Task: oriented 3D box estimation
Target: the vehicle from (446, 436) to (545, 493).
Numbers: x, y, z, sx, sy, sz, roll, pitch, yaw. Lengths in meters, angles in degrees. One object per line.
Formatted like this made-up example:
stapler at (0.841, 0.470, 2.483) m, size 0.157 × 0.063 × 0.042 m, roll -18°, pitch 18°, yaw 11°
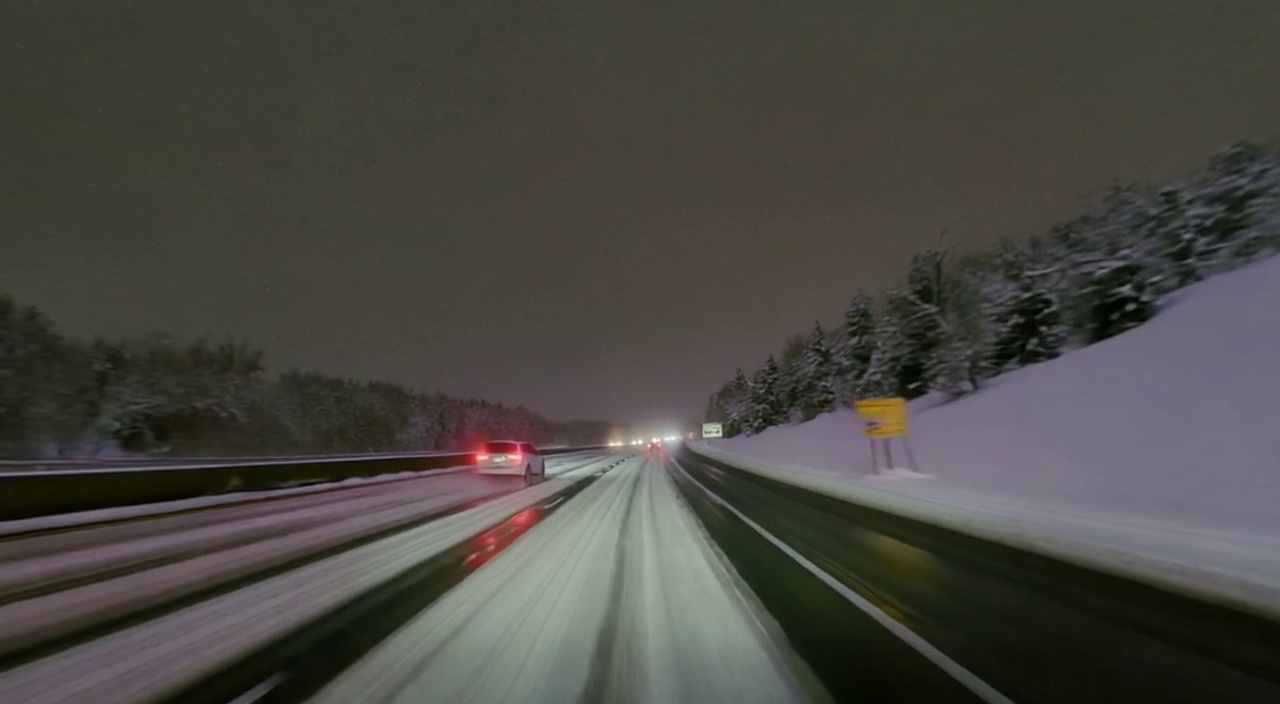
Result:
vehicle at (-4.373, 3.497, 19.832) m, size 1.961 × 1.540 × 4.487 m, roll -1°, pitch -9°, yaw 2°
